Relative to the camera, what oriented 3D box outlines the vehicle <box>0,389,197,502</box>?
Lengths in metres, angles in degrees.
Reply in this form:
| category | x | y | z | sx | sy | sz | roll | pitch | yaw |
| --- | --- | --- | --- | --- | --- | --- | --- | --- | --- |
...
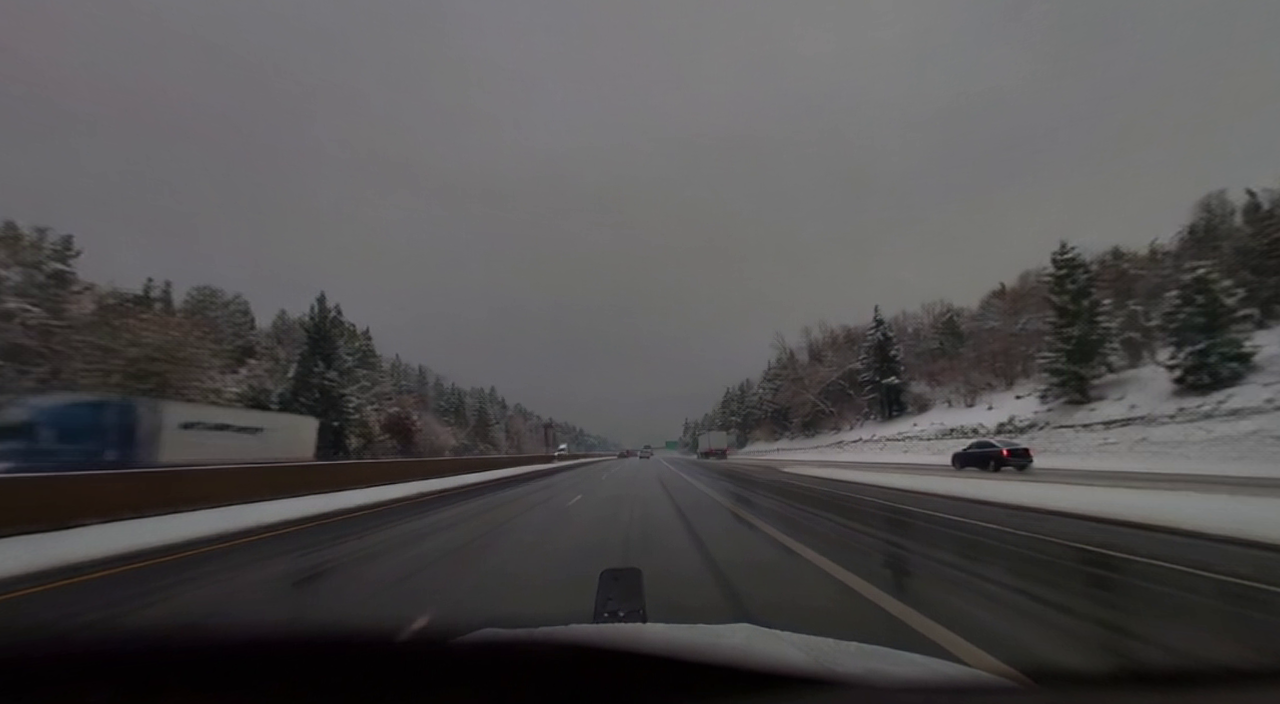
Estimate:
| category | x | y | z | sx | sy | sz | roll | pitch | yaw |
| --- | --- | --- | --- | --- | --- | --- | --- | --- | --- |
| vehicle | -20.621 | 3.563 | 24.011 | 2.929 | 3.767 | 5.935 | 0 | -9 | 0 |

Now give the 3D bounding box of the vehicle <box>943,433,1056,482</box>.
| category | x | y | z | sx | sy | sz | roll | pitch | yaw |
| --- | --- | --- | --- | --- | --- | --- | --- | --- | --- |
| vehicle | 14.366 | 4.240 | 25.471 | 2.038 | 1.823 | 3.744 | 1 | -9 | -6 |
